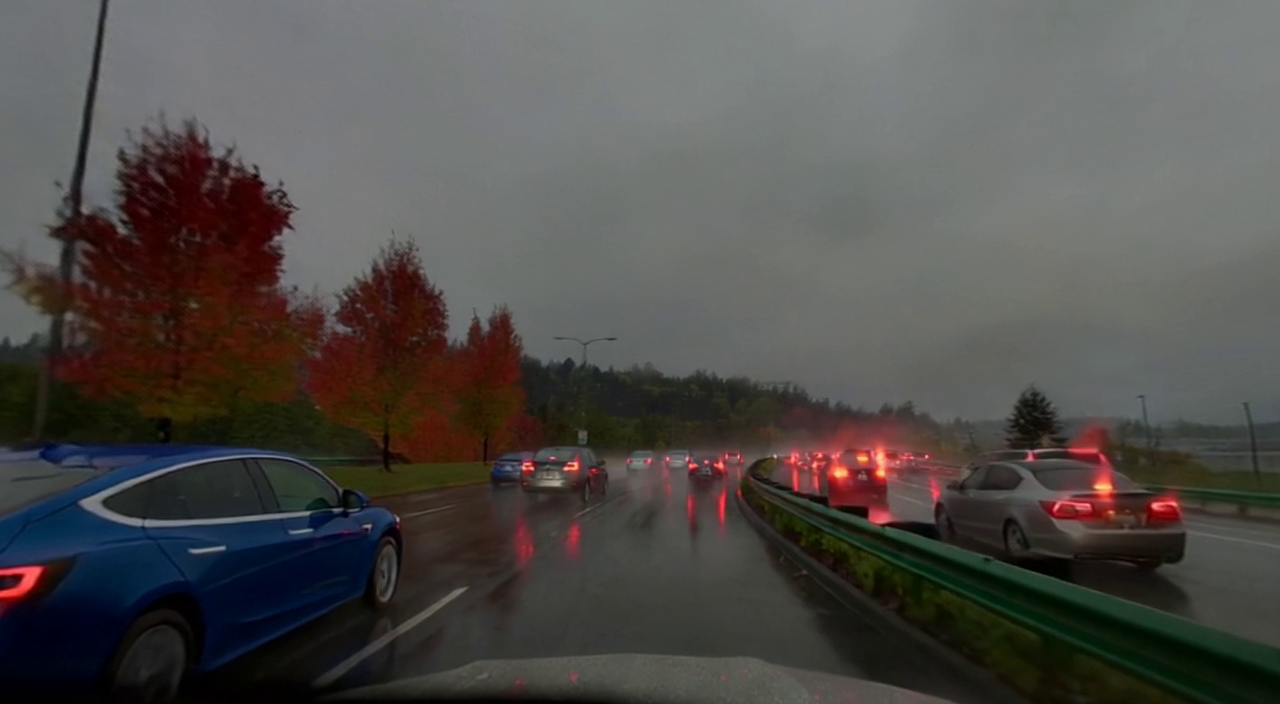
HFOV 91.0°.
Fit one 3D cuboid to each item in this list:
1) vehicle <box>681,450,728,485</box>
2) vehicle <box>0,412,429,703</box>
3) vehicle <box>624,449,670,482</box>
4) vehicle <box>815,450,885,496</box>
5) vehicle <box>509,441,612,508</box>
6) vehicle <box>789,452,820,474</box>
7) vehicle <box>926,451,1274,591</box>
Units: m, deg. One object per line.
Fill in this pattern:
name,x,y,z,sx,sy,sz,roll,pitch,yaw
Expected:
vehicle,3.132,5.466,30.093,2.015,1.506,4.276,-1,-9,9
vehicle,-3.266,1.297,4.466,1.921,1.503,4.317,0,-9,2
vehicle,0.463,6.203,34.740,1.930,1.635,4.260,-1,-9,9
vehicle,8.309,4.763,25.275,1.768,1.634,4.064,0,-9,6
vehicle,-2.155,3.502,18.525,1.979,1.663,4.513,0,-9,6
vehicle,12.722,8.563,48.845,1.890,1.610,4.045,-1,-9,9
vehicle,6.311,2.298,9.586,1.869,1.516,4.753,0,-9,2
